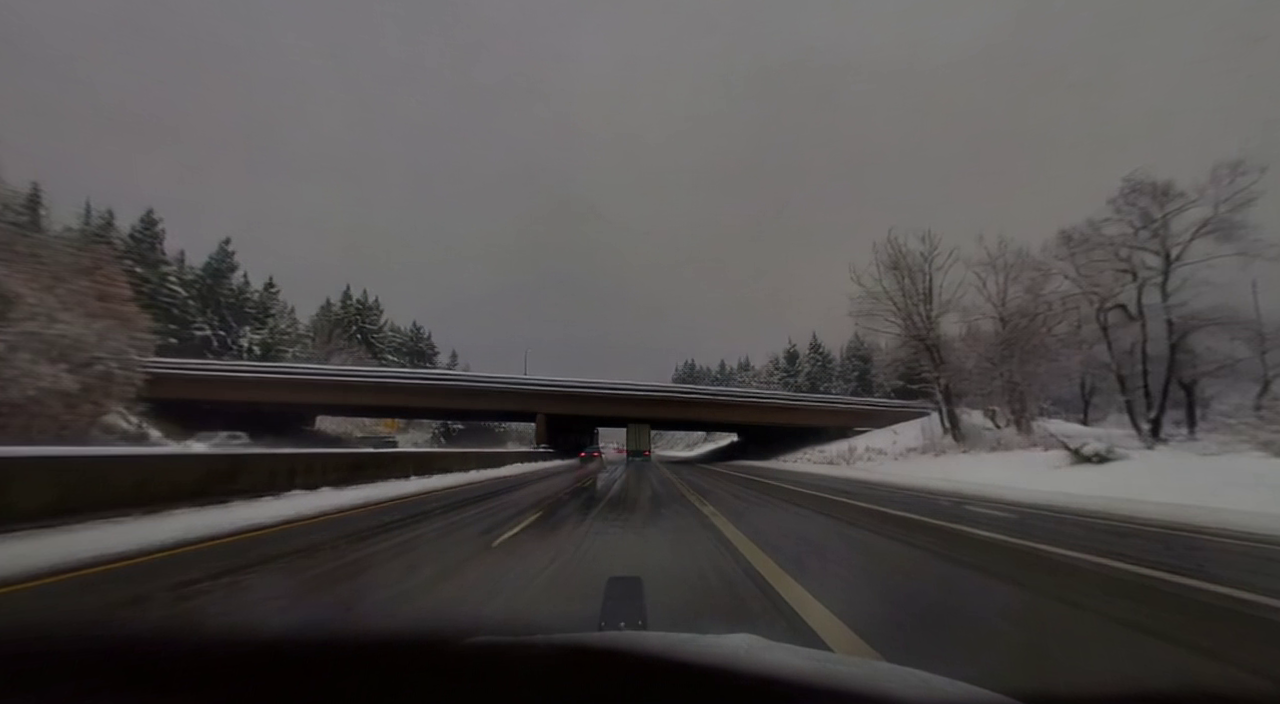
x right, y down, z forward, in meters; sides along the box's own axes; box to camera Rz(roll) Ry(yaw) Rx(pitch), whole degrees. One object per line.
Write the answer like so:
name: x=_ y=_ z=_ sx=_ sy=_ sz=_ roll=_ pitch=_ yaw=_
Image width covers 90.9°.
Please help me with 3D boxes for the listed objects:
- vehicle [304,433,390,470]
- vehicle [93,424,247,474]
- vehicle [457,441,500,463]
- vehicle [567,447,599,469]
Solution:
vehicle: x=-12.661 y=4.353 z=27.520 sx=1.812 sy=1.478 sz=3.974 roll=0 pitch=-9 yaw=0
vehicle: x=-16.006 y=3.364 z=21.820 sx=1.936 sy=1.518 sz=4.340 roll=0 pitch=-9 yaw=1
vehicle: x=-11.891 y=7.423 z=46.804 sx=1.936 sy=1.515 sz=4.769 roll=0 pitch=-9 yaw=0
vehicle: x=-4.246 y=7.930 z=47.370 sx=2.042 sy=1.526 sz=4.516 roll=0 pitch=-9 yaw=0
